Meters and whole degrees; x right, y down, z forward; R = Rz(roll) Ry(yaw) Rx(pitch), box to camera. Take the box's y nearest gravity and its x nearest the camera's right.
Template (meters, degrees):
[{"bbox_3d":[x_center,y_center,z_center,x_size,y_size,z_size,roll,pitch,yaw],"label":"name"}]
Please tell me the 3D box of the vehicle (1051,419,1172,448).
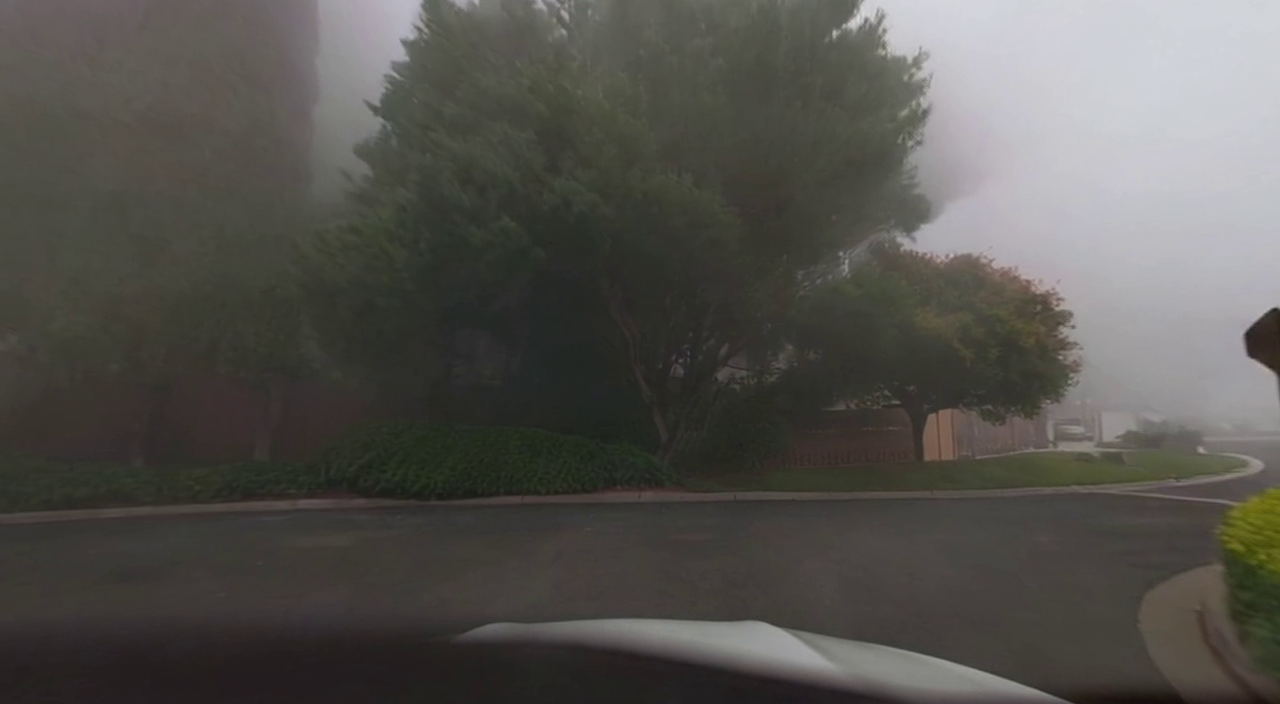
[{"bbox_3d":[25.635,4.447,34.363,5.089,1.517,1.791,0,-7,1],"label":"vehicle"}]
